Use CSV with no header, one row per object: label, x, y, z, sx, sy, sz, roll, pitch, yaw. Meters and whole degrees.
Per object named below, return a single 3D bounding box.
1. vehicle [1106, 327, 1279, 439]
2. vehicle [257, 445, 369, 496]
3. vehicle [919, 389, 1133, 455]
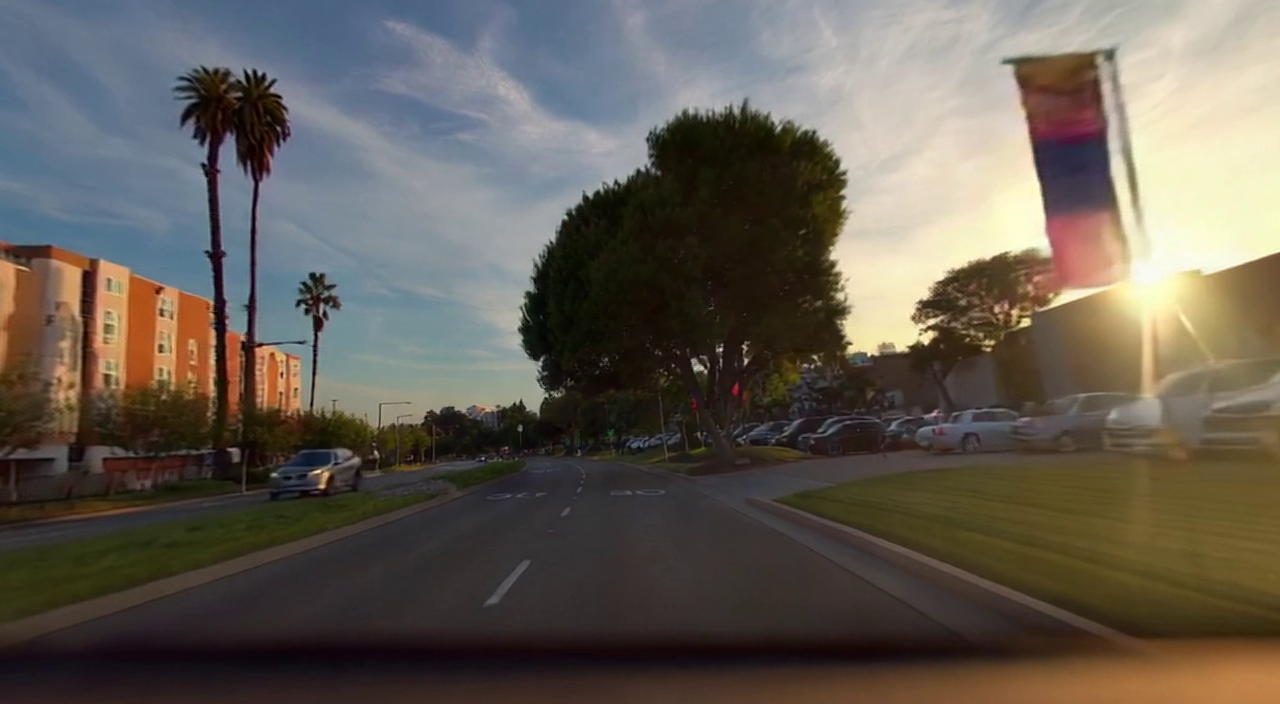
vehicle,10.808,0.608,10.562,4.142,1.669,2.194,0,-9,0
vehicle,-13.744,4.954,26.808,2.239,1.955,5.017,0,-9,-3
vehicle,10.387,1.949,17.197,4.423,1.662,2.097,0,-9,0
